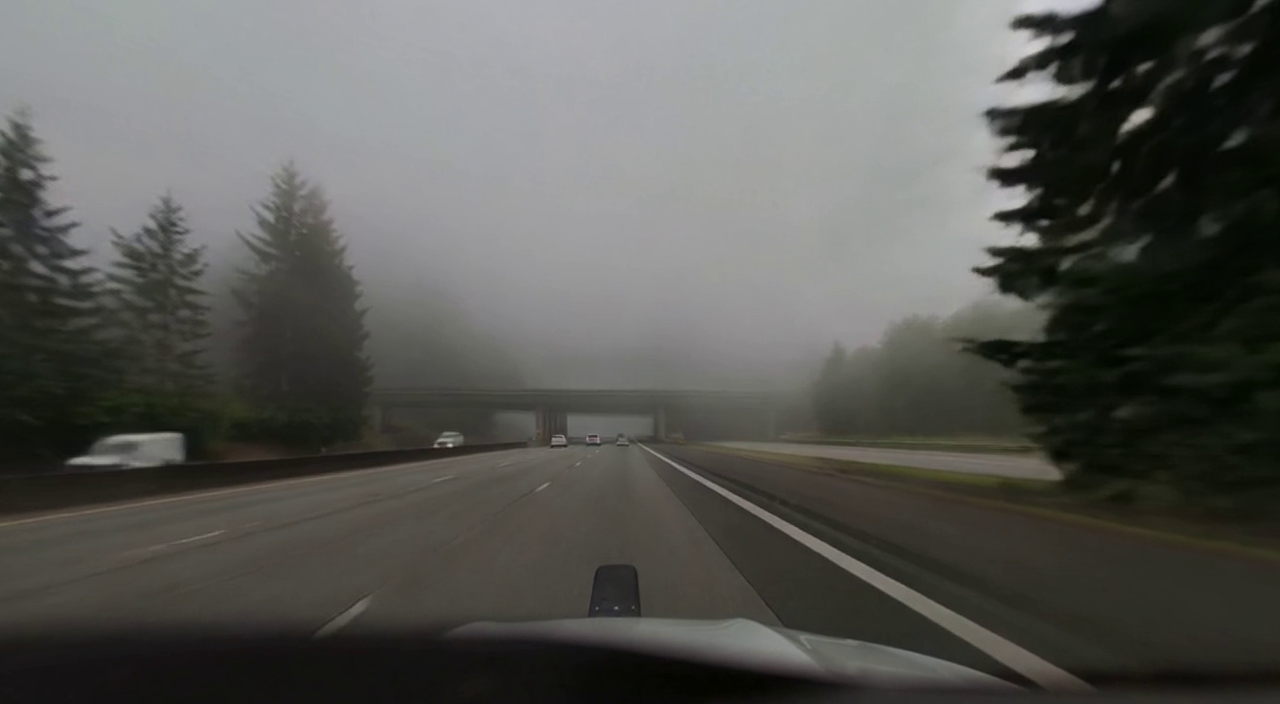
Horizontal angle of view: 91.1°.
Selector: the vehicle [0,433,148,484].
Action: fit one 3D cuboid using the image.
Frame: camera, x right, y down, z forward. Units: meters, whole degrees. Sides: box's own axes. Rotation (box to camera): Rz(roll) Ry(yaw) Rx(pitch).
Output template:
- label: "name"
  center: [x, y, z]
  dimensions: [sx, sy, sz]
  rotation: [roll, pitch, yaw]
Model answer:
- label: "vehicle"
  center: [-20.952, 3.869, 23.239]
  dimensions: [1.953, 1.679, 4.499]
  rotation: [0, -8, -2]
